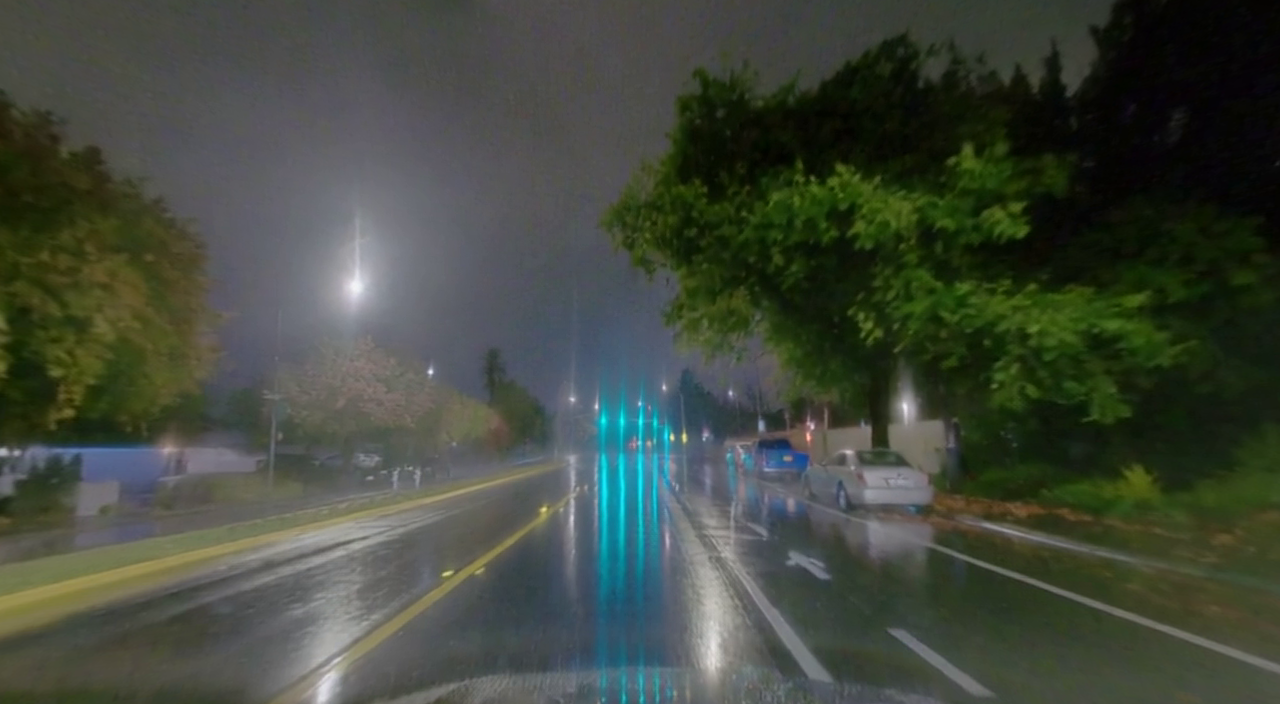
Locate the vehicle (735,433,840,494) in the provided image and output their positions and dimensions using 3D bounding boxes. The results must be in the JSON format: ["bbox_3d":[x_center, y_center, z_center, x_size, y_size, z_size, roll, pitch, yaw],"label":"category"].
[{"bbox_3d":[4.796,3.691,21.424,2.218,1.789,5.146,0,-8,-1],"label":"vehicle"}]

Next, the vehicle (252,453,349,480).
[{"bbox_3d":[-20.809,7.011,38.755,4.715,1.560,2.131,0,-9,-1],"label":"vehicle"}]

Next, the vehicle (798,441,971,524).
[{"bbox_3d":[4.890,2.637,13.438,1.928,1.431,4.570,0,-8,1],"label":"vehicle"}]

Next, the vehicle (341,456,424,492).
[{"bbox_3d":[-12.482,5.921,30.905,1.983,1.513,4.662,-1,-9,1],"label":"vehicle"}]
